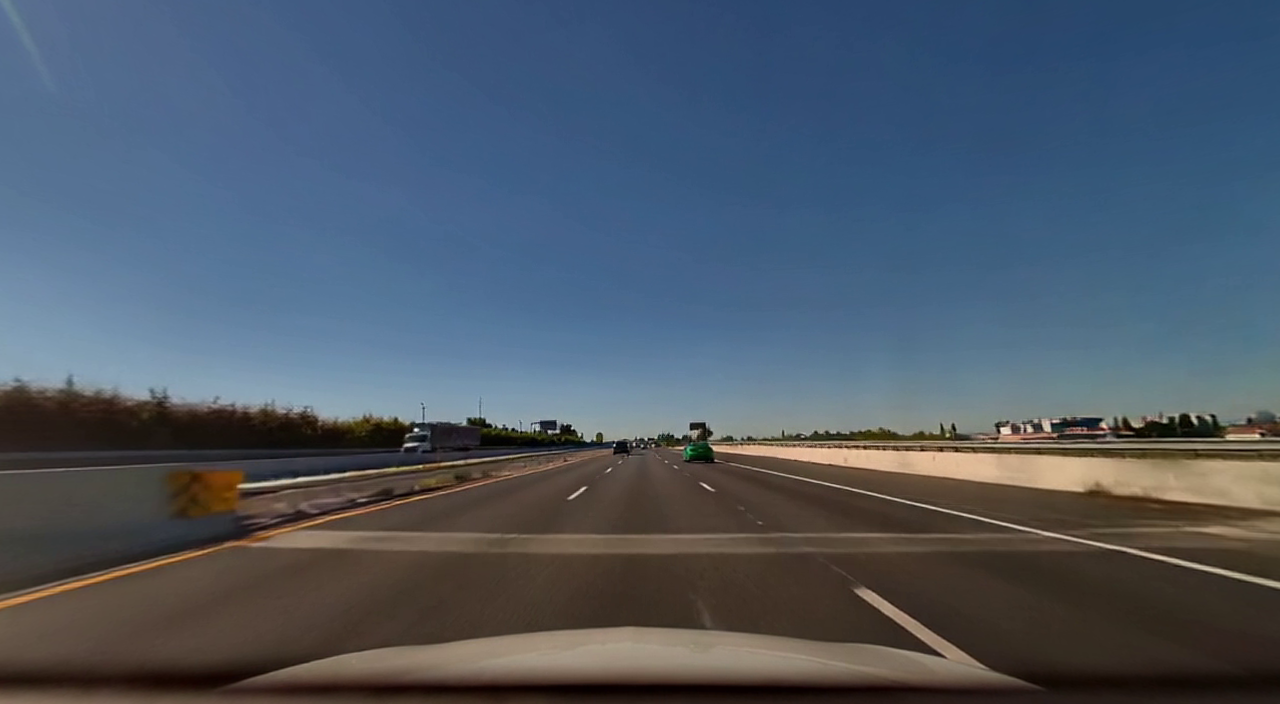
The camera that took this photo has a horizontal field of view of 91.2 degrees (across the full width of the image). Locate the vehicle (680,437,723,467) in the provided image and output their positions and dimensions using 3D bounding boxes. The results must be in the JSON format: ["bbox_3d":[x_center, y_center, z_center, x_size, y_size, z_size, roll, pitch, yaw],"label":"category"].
[{"bbox_3d":[3.633,6.028,37.824,2.202,1.682,4.188,0,-8,0],"label":"vehicle"}]
